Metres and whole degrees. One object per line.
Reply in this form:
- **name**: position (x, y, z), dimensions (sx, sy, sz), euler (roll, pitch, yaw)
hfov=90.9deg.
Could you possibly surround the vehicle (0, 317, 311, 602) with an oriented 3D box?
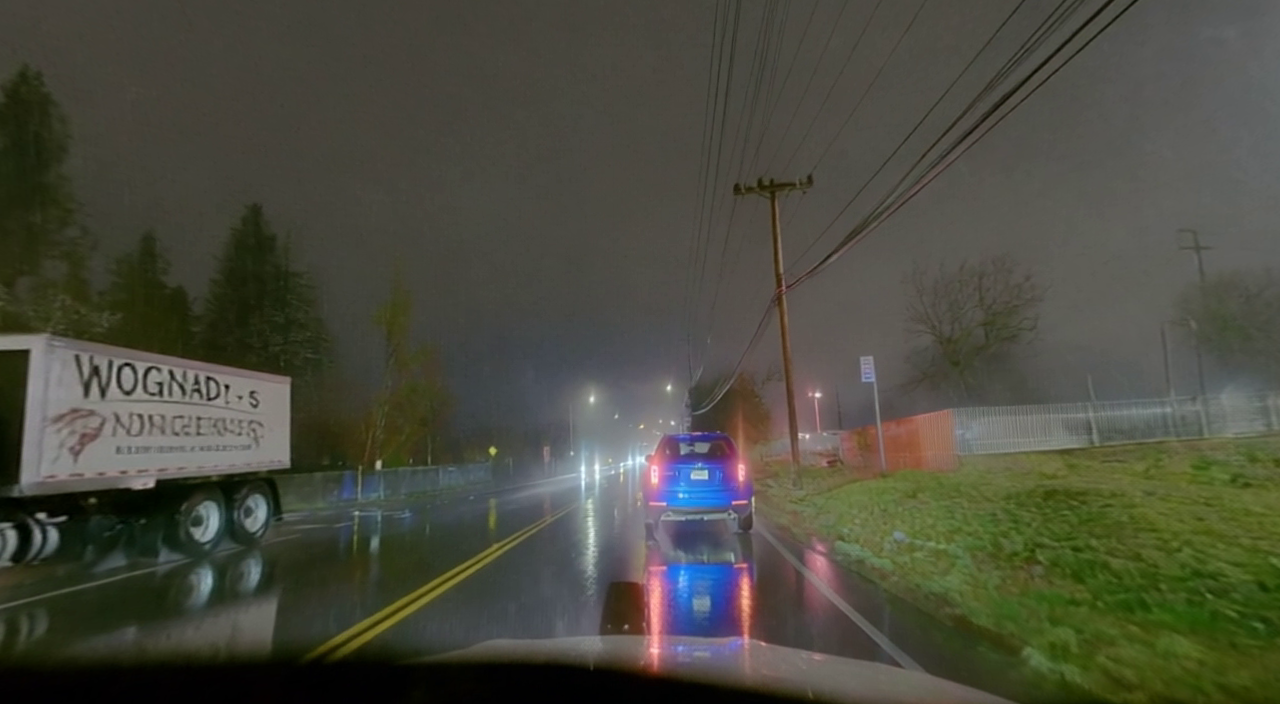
- **vehicle**: position (-8.452, 1.431, 8.229), dimensions (3.395, 3.071, 7.634), euler (-7, -6, 7)

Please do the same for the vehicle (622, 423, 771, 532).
- **vehicle**: position (0.827, 2.039, 10.763), dimensions (2.081, 1.503, 3.726), euler (0, -8, 1)
